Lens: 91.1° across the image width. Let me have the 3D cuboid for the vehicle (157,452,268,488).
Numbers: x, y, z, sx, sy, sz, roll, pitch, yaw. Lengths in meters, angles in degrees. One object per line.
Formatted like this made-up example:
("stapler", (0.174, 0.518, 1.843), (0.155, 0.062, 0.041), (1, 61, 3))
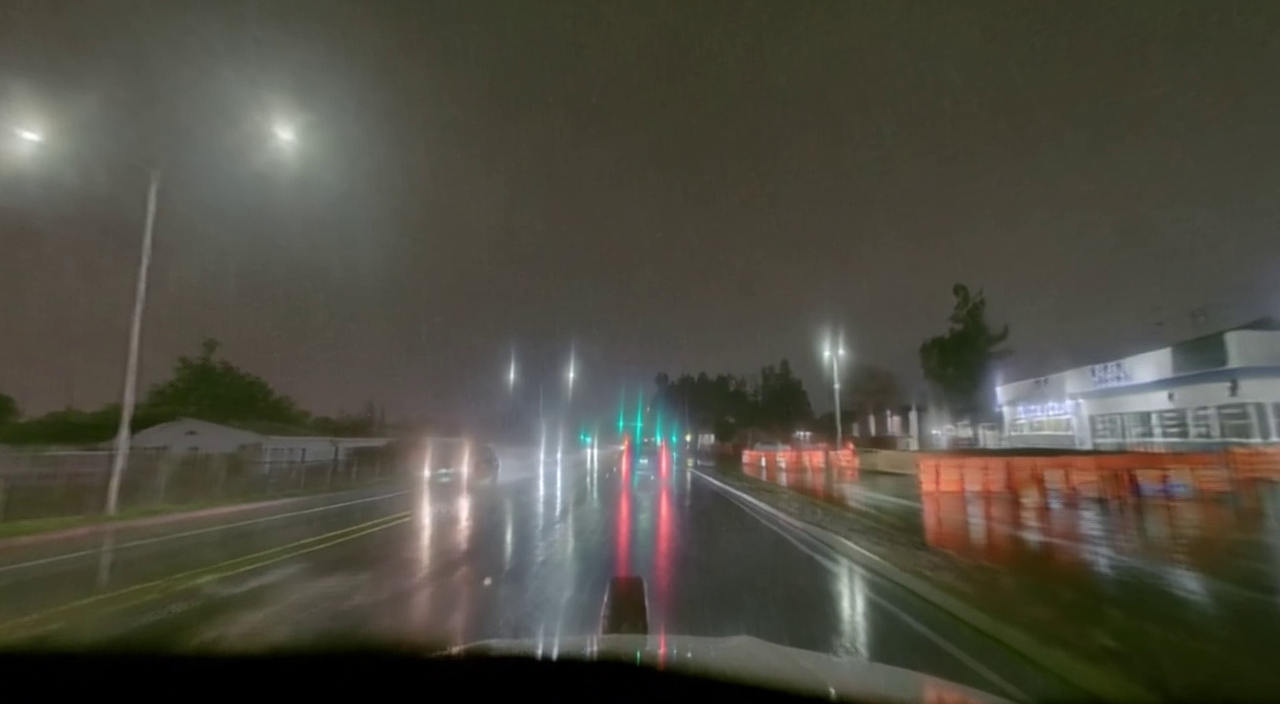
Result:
("vehicle", (-20.370, 5.593, 29.951), (4.332, 1.560, 1.841), (-2, -9, 15))

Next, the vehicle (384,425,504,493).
("vehicle", (-6.804, 3.799, 22.648), (2.340, 2.103, 5.526), (0, -9, 2))

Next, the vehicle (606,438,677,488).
("vehicle", (0.043, 3.691, 21.243), (2.144, 1.514, 4.063), (0, -9, 0))

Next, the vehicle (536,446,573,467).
("vehicle", (-6.241, 7.679, 46.374), (1.985, 1.505, 4.143), (0, -9, 3))

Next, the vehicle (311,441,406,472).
("vehicle", (-18.077, 6.736, 40.459), (5.085, 1.906, 2.153), (0, -9, 2))
